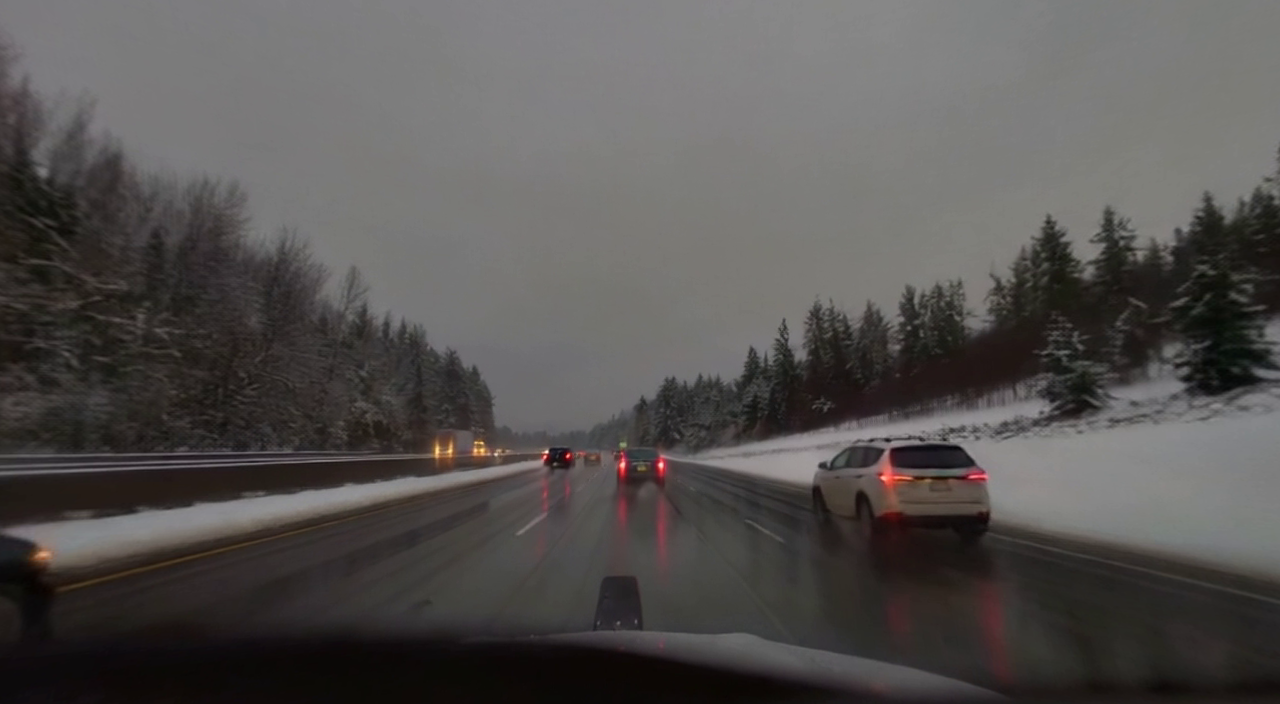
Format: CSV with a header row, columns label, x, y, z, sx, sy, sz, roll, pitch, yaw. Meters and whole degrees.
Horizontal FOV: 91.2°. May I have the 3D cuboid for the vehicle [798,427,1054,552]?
label,x,y,z,sx,sy,sz,roll,pitch,yaw
vehicle,4.232,2.100,10.278,2.035,1.571,4.413,0,-9,-1

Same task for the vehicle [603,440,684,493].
label,x,y,z,sx,sy,sz,roll,pitch,yaw
vehicle,0.066,4.027,22.305,2.634,1.679,4.070,0,-9,-1

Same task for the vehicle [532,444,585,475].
label,x,y,z,sx,sy,sz,roll,pitch,yaw
vehicle,-4.701,6.279,36.679,2.545,1.679,4.267,0,-9,0
